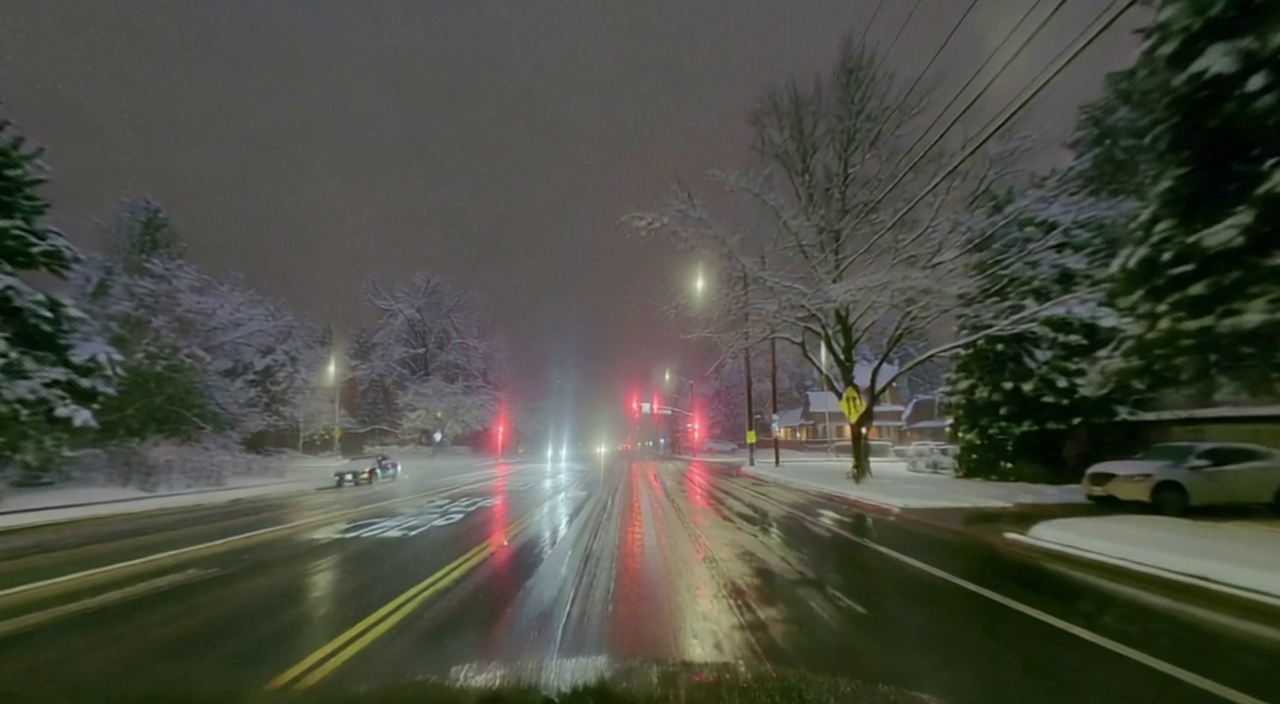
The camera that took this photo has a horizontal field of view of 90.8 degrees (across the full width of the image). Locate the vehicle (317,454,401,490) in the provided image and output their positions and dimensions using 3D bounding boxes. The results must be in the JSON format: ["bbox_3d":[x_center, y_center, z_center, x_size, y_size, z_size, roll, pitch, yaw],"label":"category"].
[{"bbox_3d":[-12.912,5.505,29.350,1.851,1.482,4.443,0,-9,0],"label":"vehicle"}]

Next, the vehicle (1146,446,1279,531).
[{"bbox_3d":[12.437,2.428,11.563,4.539,1.404,2.008,-1,-9,2],"label":"vehicle"}]
